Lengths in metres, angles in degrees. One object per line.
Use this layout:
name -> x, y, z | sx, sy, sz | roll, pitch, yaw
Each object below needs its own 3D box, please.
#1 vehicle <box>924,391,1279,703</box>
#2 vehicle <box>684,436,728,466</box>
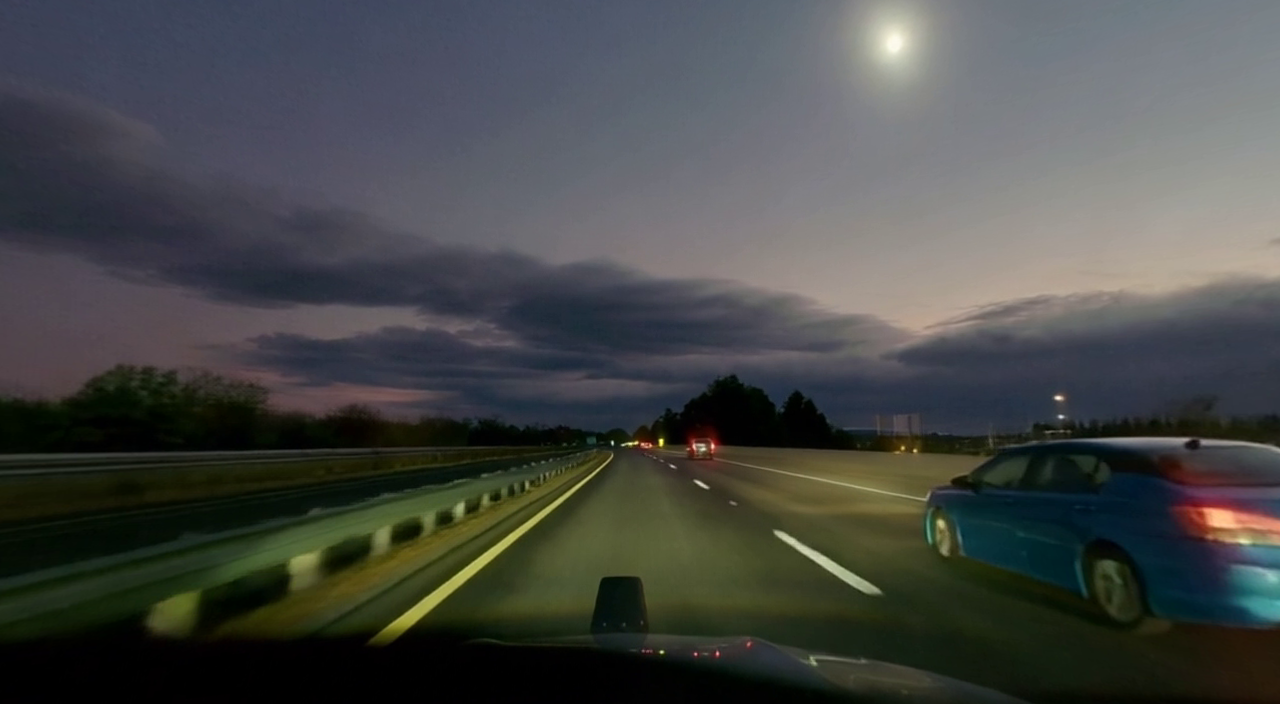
vehicle -> 4.113, 1.189, 4.621 | 2.072, 1.528, 4.176 | 0, -8, 0
vehicle -> 3.603, 5.452, 34.867 | 1.945, 1.538, 3.729 | 0, -8, -1
